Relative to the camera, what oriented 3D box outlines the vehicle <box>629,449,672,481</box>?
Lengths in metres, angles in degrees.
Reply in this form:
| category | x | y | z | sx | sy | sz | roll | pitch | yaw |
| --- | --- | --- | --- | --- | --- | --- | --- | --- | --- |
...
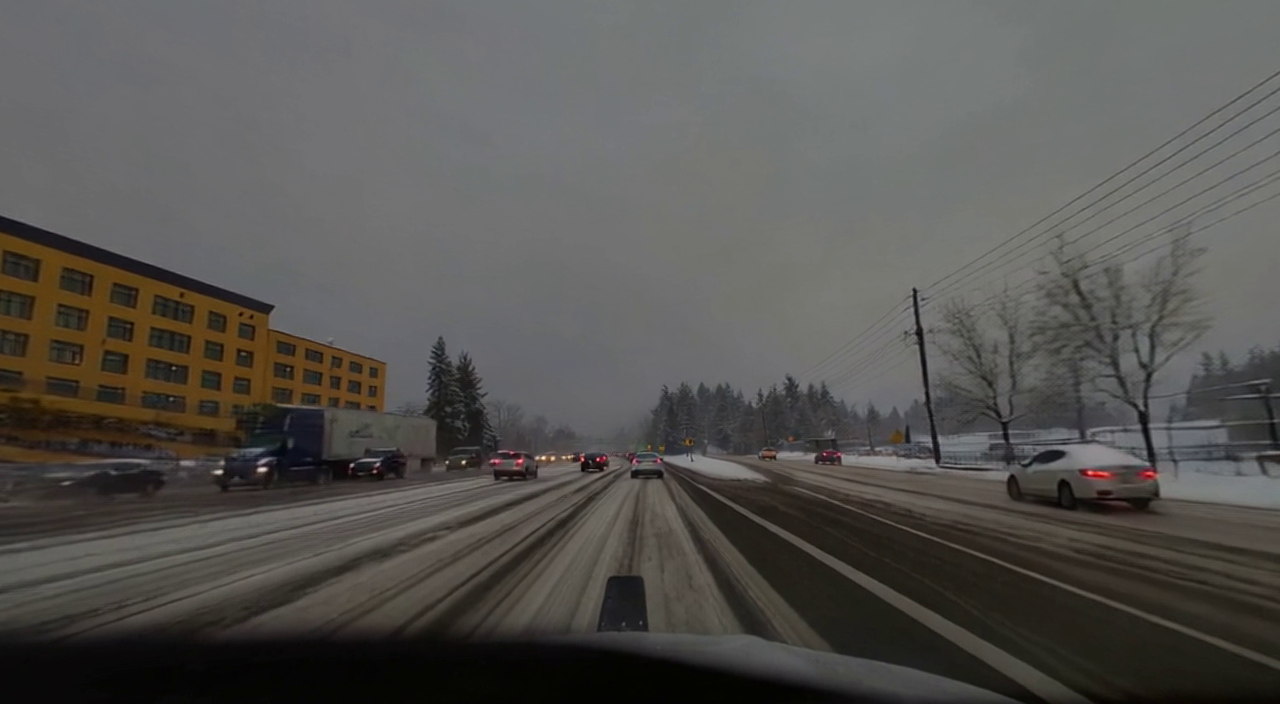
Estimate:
| category | x | y | z | sx | sy | sz | roll | pitch | yaw |
| --- | --- | --- | --- | --- | --- | --- | --- | --- | --- |
| vehicle | 0.531 | 5.957 | 33.480 | 2.107 | 1.538 | 3.999 | 0 | -8 | 0 |

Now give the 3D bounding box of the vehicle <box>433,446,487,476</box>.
| category | x | y | z | sx | sy | sz | roll | pitch | yaw |
| --- | --- | --- | --- | --- | --- | --- | --- | --- | --- |
| vehicle | -12.993 | 7.865 | 45.936 | 2.216 | 1.945 | 5.942 | 0 | -8 | 0 |

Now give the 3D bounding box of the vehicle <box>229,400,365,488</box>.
| category | x | y | z | sx | sy | sz | roll | pitch | yaw |
| --- | --- | --- | --- | --- | --- | --- | --- | --- | --- |
| vehicle | -16.946 | 4.622 | 31.824 | 2.969 | 3.910 | 6.683 | -1 | -8 | 0 |

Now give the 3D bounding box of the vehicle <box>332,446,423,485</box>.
| category | x | y | z | sx | sy | sz | roll | pitch | yaw |
| --- | --- | --- | --- | --- | --- | --- | --- | --- | --- |
| vehicle | -12.939 | 5.574 | 31.543 | 2.249 | 1.715 | 5.424 | 0 | -8 | -1 |

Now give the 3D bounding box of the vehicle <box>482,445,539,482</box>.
| category | x | y | z | sx | sy | sz | roll | pitch | yaw |
| --- | --- | --- | --- | --- | --- | --- | --- | --- | --- |
| vehicle | -7.120 | 6.137 | 35.128 | 2.106 | 1.827 | 4.814 | -1 | -8 | 1 |

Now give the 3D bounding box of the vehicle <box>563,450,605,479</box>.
| category | x | y | z | sx | sy | sz | roll | pitch | yaw |
| --- | --- | --- | --- | --- | --- | --- | --- | --- | --- |
| vehicle | -3.309 | 6.743 | 38.069 | 2.059 | 1.508 | 4.662 | 0 | -8 | 0 |

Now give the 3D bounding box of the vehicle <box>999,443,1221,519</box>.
| category | x | y | z | sx | sy | sz | roll | pitch | yaw |
| --- | --- | --- | --- | --- | --- | --- | --- | --- | --- |
| vehicle | 10.677 | 2.902 | 14.906 | 1.966 | 1.484 | 4.610 | -1 | -8 | 5 |

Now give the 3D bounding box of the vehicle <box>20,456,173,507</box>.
| category | x | y | z | sx | sy | sz | roll | pitch | yaw |
| --- | --- | --- | --- | --- | --- | --- | --- | --- | --- |
| vehicle | -20.713 | 4.912 | 24.361 | 1.919 | 1.619 | 4.496 | 0 | -8 | 0 |
